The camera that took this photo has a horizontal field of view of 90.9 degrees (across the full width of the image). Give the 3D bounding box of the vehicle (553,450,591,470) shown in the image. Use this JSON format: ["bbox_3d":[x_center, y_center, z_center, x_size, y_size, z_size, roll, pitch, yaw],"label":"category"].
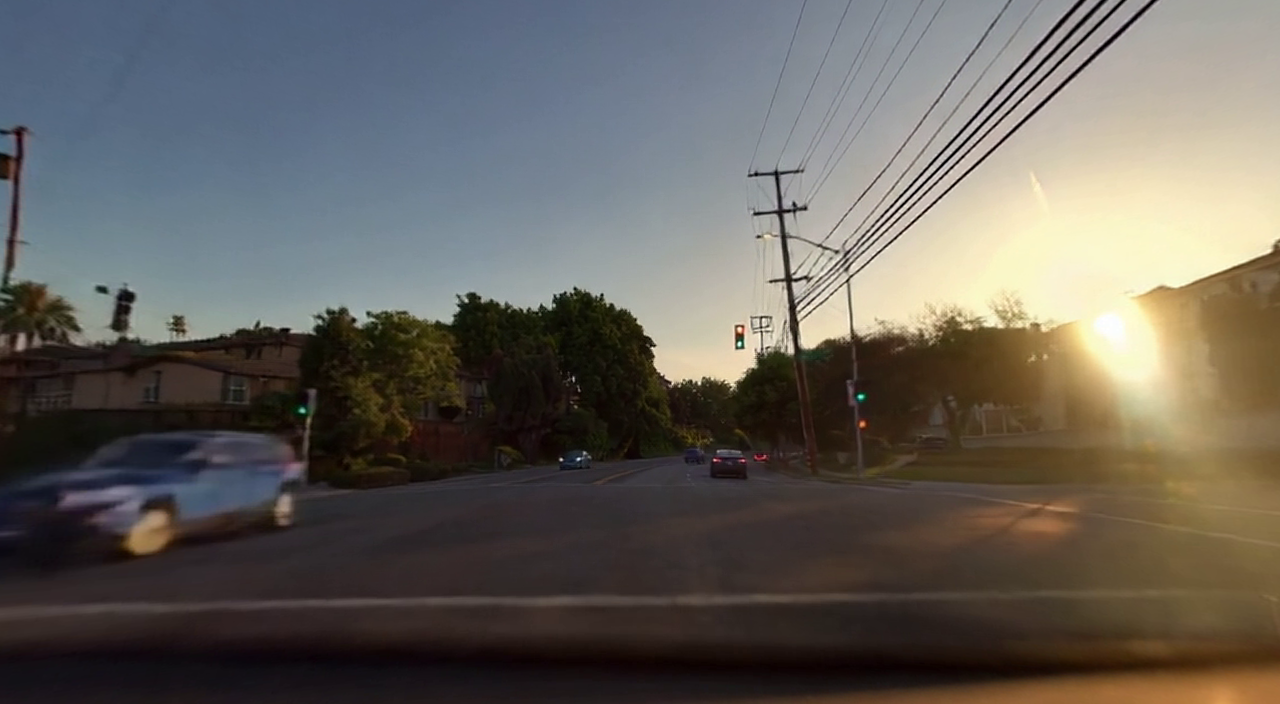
[{"bbox_3d":[-5.176,8.242,48.315,1.985,1.463,4.294,-1,-8,7],"label":"vehicle"}]

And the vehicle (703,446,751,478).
[{"bbox_3d":[4.382,5.588,32.272,1.951,1.479,4.487,0,-8,2],"label":"vehicle"}]

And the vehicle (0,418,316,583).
[{"bbox_3d":[-6.823,1.910,8.987,1.959,1.741,4.393,0,-8,1],"label":"vehicle"}]
